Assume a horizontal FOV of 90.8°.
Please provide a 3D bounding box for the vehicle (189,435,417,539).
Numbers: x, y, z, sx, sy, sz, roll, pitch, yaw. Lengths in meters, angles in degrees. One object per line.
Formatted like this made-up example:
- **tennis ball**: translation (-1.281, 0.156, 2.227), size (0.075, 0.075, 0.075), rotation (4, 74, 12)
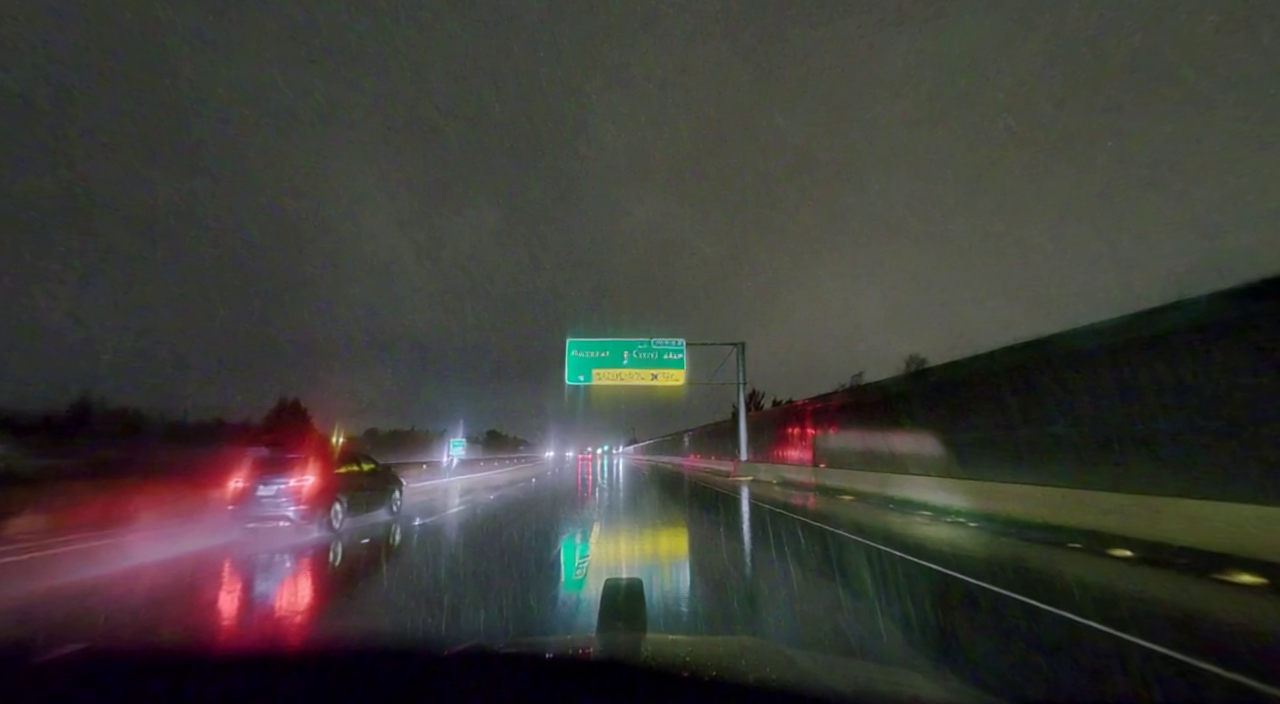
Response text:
- **vehicle**: translation (-6.064, 2.454, 12.108), size (2.098, 1.606, 4.227), rotation (0, -9, -2)
